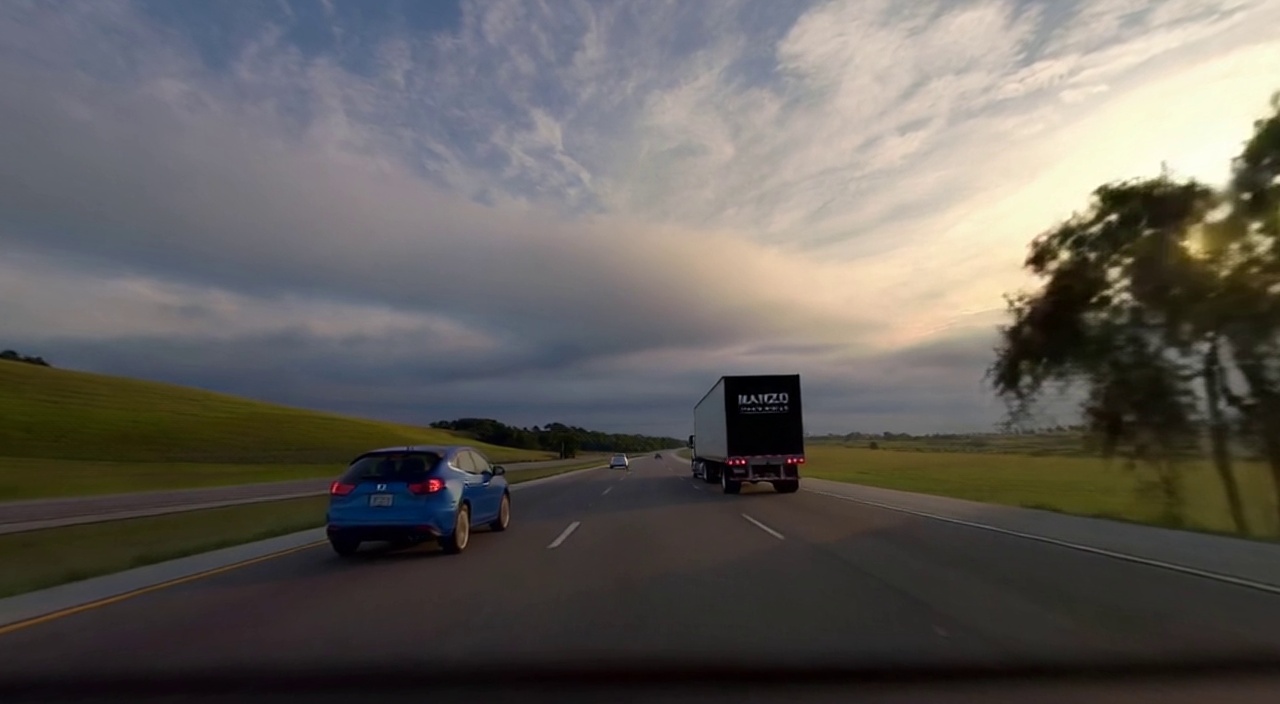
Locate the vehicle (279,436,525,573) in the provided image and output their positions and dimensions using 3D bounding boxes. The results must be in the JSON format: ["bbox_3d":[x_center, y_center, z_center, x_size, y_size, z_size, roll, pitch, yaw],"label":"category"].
[{"bbox_3d":[-3.112,2.064,9.399,1.945,1.537,4.294,0,-9,1],"label":"vehicle"}]

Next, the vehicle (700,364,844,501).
[{"bbox_3d":[4.555,3.411,25.649,2.832,4.034,13.924,0,-9,0],"label":"vehicle"}]
